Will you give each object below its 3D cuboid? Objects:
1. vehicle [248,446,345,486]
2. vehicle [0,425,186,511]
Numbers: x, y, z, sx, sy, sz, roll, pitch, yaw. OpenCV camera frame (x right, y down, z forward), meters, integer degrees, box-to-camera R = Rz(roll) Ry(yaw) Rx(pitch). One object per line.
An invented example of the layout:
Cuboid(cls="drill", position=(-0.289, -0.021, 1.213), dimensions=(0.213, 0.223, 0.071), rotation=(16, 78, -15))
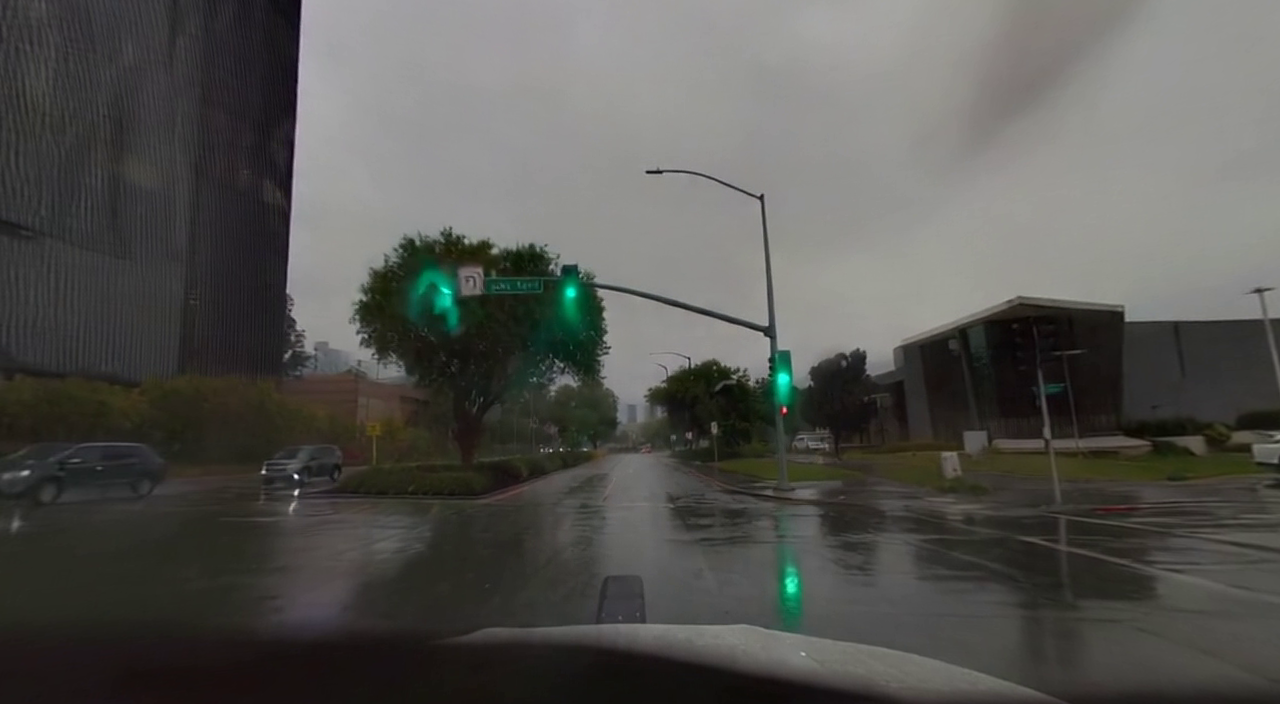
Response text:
Cuboid(cls="vehicle", position=(-15.089, 4.982, 27.936), dimensions=(1.932, 1.605, 4.146), rotation=(0, -9, 0))
Cuboid(cls="vehicle", position=(-14.976, 2.972, 16.654), dimensions=(2.091, 1.915, 5.040), rotation=(0, -9, 1))
